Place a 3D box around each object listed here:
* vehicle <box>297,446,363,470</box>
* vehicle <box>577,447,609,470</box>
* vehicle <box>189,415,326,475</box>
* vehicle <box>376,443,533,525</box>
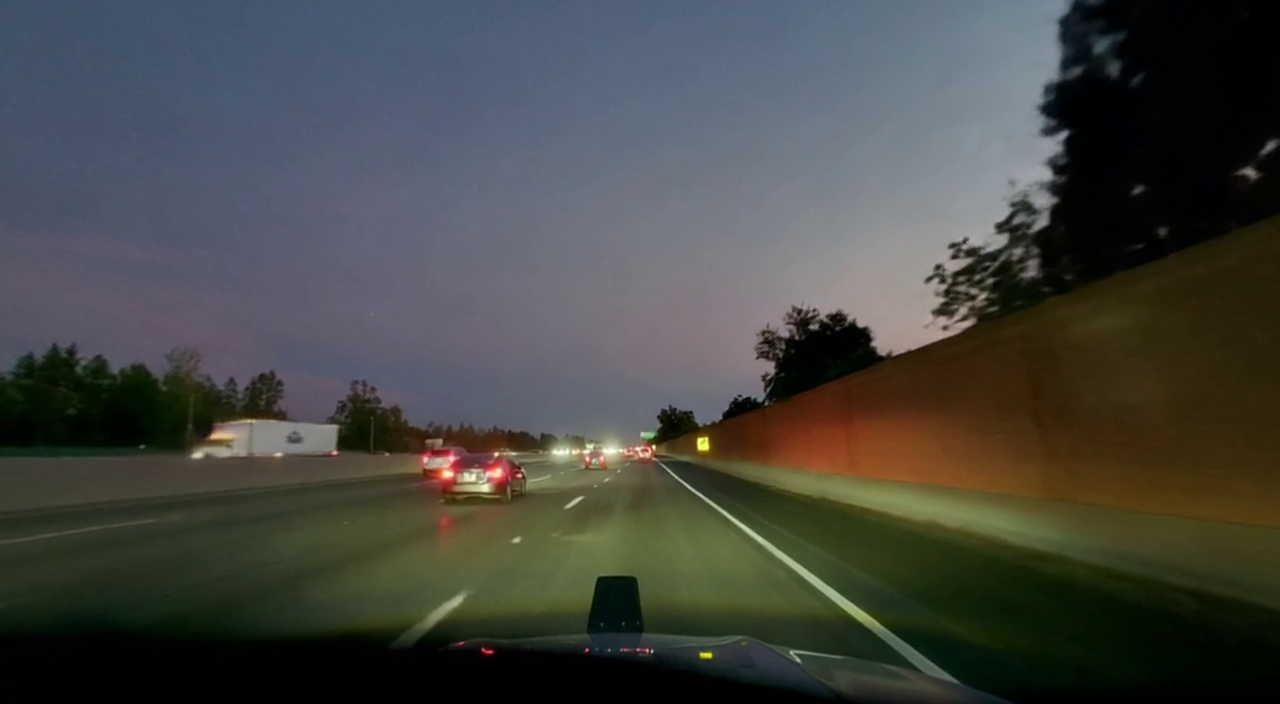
[{"bbox_3d":[-24.258,8.329,49.361,2.157,1.741,5.728,-1,-9,1],"label":"vehicle"},{"bbox_3d":[-3.578,8.155,48.202,2.036,1.636,4.511,0,-9,1],"label":"vehicle"},{"bbox_3d":[-28.041,7.010,47.091,2.980,3.886,11.254,-1,-9,1],"label":"vehicle"},{"bbox_3d":[-3.832,2.819,13.999,1.945,1.484,4.803,-1,-9,1],"label":"vehicle"}]
